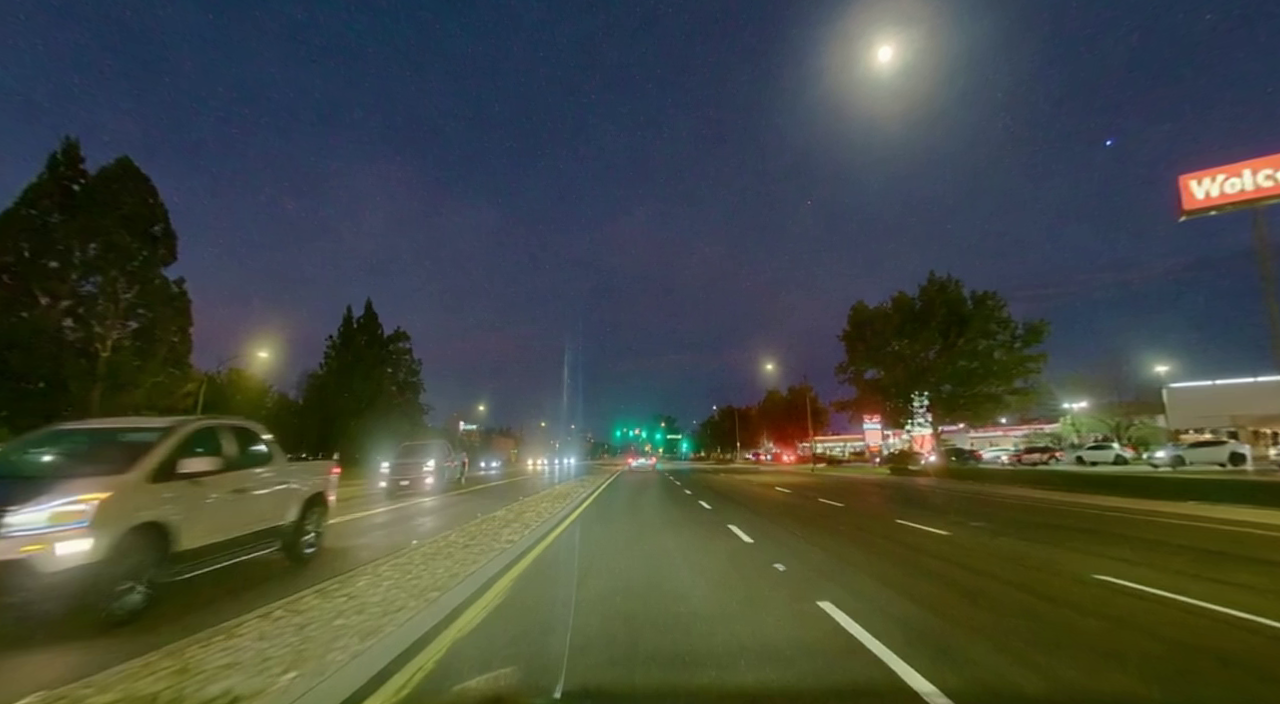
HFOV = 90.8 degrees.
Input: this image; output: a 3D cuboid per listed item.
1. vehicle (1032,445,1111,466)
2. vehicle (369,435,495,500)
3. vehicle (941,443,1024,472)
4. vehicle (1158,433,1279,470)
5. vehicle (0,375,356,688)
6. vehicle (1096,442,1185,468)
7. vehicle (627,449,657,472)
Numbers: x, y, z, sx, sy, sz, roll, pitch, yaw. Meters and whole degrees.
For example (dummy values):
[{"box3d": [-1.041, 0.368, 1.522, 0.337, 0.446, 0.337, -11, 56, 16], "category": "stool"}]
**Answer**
[{"box3d": [32.232, 7.719, 47.216, 4.458, 1.529, 1.937, 0, -9, -1], "category": "vehicle"}, {"box3d": [-7.843, 4.446, 24.890, 2.575, 2.178, 6.917, 0, -9, 0], "category": "vehicle"}, {"box3d": [20.986, 6.420, 38.717, 4.558, 1.657, 2.149, 4, -10, -27], "category": "vehicle"}, {"box3d": [32.452, 5.553, 35.314, 5.197, 1.939, 1.973, 0, -9, 0], "category": "vehicle"}, {"box3d": [-4.715, 1.404, 5.991, 2.131, 1.914, 4.081, 0, -9, -1], "category": "vehicle"}, {"box3d": [33.428, 6.890, 42.283, 4.324, 1.592, 1.877, 0, -9, -1], "category": "vehicle"}, {"box3d": [0.109, 7.820, 45.738, 2.065, 1.521, 4.306, 0, -9, -1], "category": "vehicle"}]
